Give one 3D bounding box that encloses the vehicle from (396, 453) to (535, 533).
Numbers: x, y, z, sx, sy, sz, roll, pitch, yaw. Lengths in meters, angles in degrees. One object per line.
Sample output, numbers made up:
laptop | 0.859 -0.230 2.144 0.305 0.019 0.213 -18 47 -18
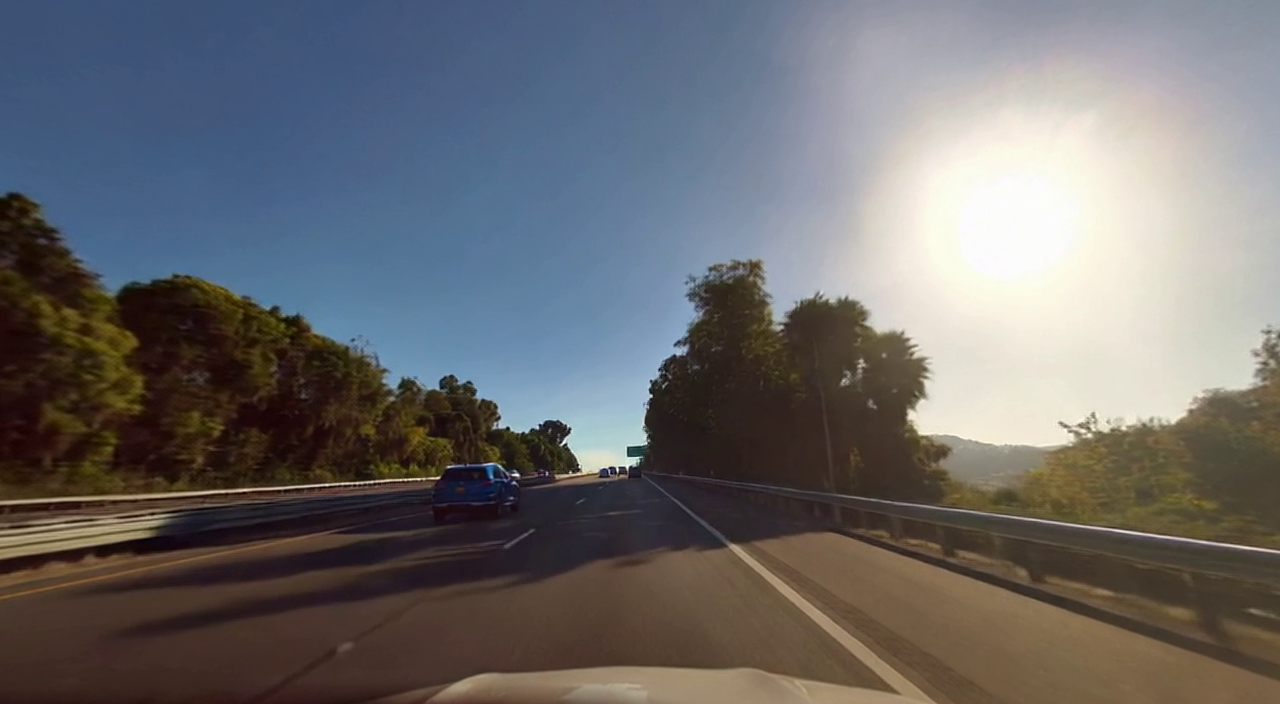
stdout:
vehicle | -3.817 3.192 14.624 2.017 1.516 4.041 1 -11 1
